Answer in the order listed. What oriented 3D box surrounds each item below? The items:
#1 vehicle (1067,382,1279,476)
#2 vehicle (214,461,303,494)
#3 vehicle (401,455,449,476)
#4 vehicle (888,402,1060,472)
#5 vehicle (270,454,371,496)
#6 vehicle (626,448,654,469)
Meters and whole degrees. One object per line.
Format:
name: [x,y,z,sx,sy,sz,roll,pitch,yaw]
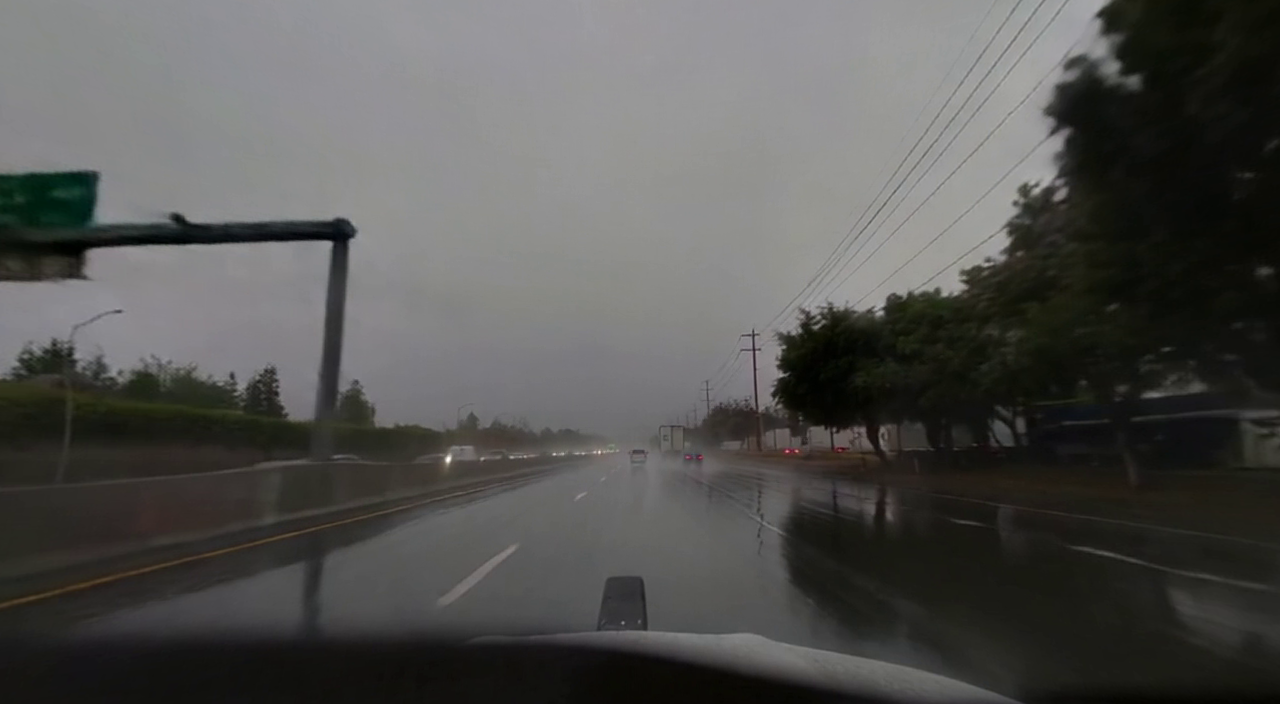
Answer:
vehicle: [31.660,4.744,37.125,3.055,4.465,14.288,0,-9,1]
vehicle: [-19.379,6.357,32.279,1.806,1.470,4.392,0,-9,0]
vehicle: [-15.798,8.345,46.598,1.876,1.435,4.433,-1,-9,2]
vehicle: [23.806,6.534,47.202,2.915,4.218,17.329,0,-9,-2]
vehicle: [-11.800,4.546,23.557,1.741,1.402,3.772,0,-9,1]
vehicle: [-0.016,8.221,48.768,2.111,1.599,3.859,0,-9,0]
